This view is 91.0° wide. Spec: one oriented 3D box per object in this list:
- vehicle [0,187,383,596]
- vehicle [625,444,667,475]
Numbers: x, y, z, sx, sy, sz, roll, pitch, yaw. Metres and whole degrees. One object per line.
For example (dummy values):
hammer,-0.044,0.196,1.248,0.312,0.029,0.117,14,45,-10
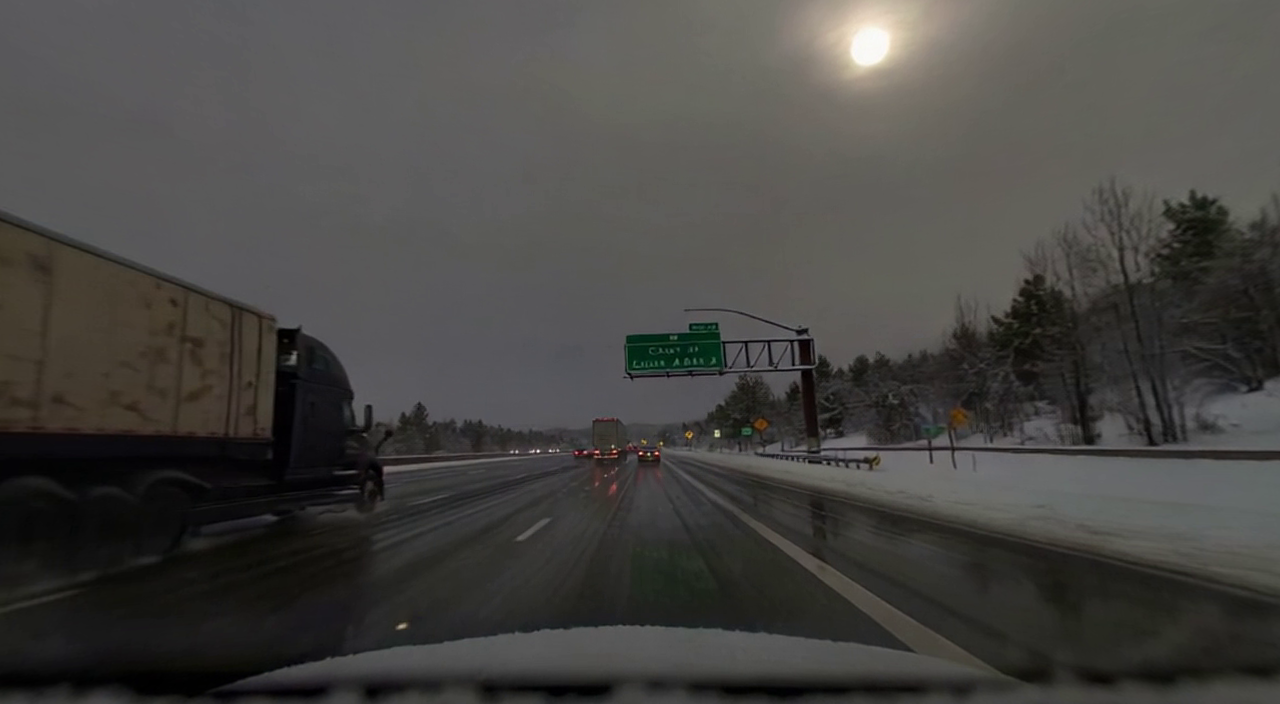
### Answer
vehicle,-7.506,0.799,8.674,3.067,3.804,11.136,0,-9,1
vehicle,0.274,5.589,32.900,2.066,1.469,4.050,0,-9,-1
